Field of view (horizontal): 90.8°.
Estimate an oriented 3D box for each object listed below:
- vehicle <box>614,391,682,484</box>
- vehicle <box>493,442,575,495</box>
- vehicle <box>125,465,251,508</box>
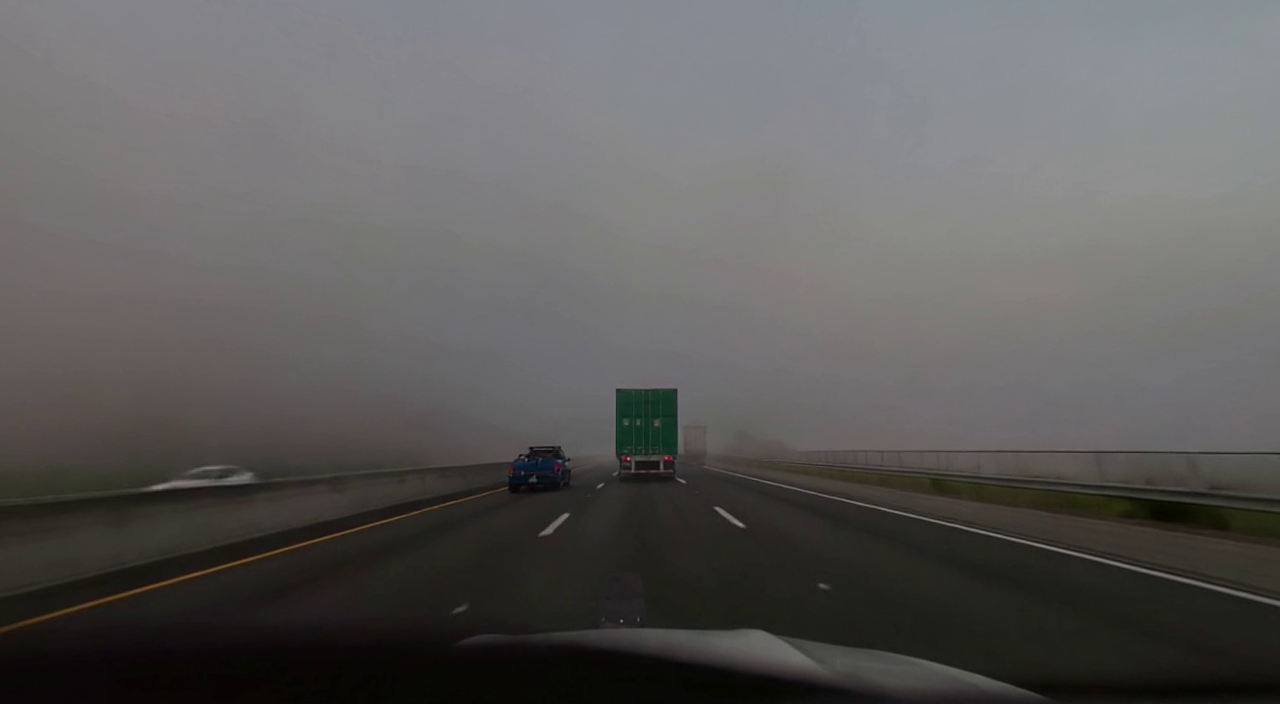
[{"bbox_3d":[0.284,4.568,33.049,2.932,4.042,11.054,0,-9,-1],"label":"vehicle"},{"bbox_3d":[-3.610,4.062,22.367,2.173,1.657,4.401,0,-9,0],"label":"vehicle"},{"bbox_3d":[-18.446,5.479,26.070,1.868,1.514,4.493,0,-9,0],"label":"vehicle"}]
